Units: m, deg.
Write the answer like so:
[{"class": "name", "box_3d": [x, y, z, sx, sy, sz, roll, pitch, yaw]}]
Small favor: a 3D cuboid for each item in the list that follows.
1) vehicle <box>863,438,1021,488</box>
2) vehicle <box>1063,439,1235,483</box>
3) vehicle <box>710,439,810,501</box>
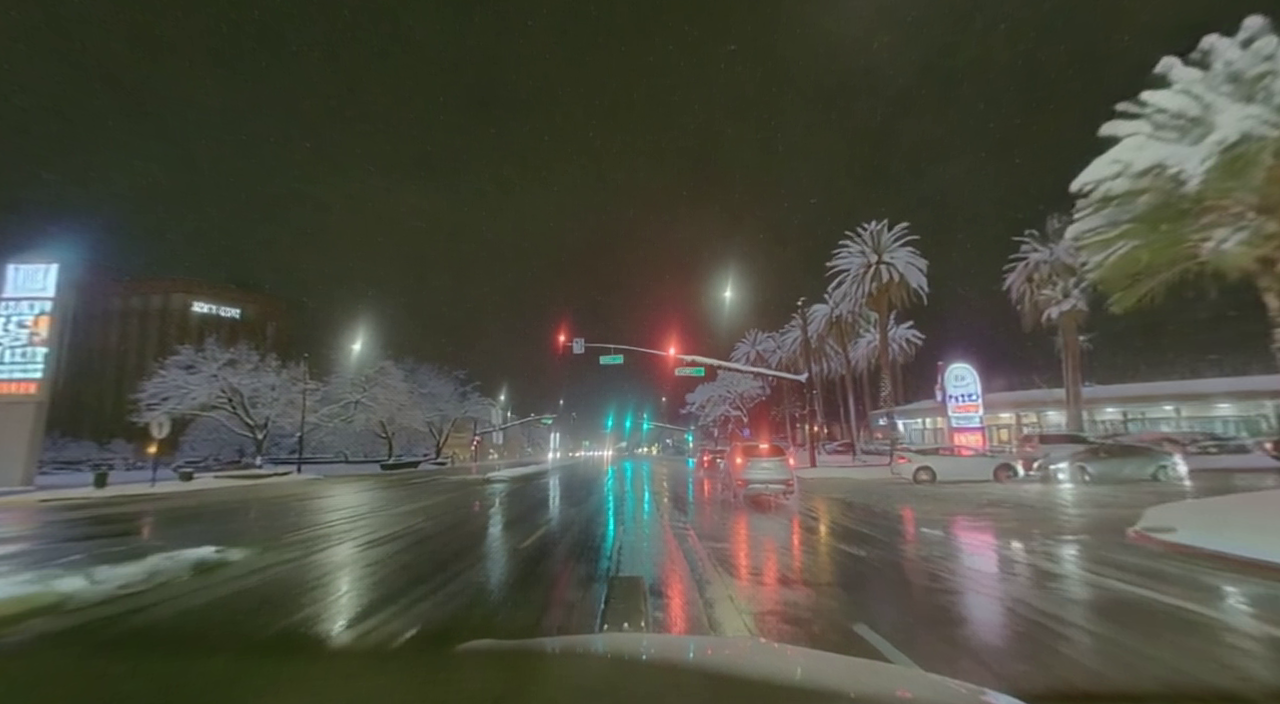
[{"class": "vehicle", "box_3d": [10.562, 3.893, 22.325, 4.448, 1.640, 2.160, 0, -8, -1]}, {"class": "vehicle", "box_3d": [18.379, 3.938, 22.940, 4.462, 1.474, 2.083, 0, -8, -1]}, {"class": "vehicle", "box_3d": [3.247, 3.280, 17.937, 1.931, 1.534, 4.126, 0, -8, -1]}]
